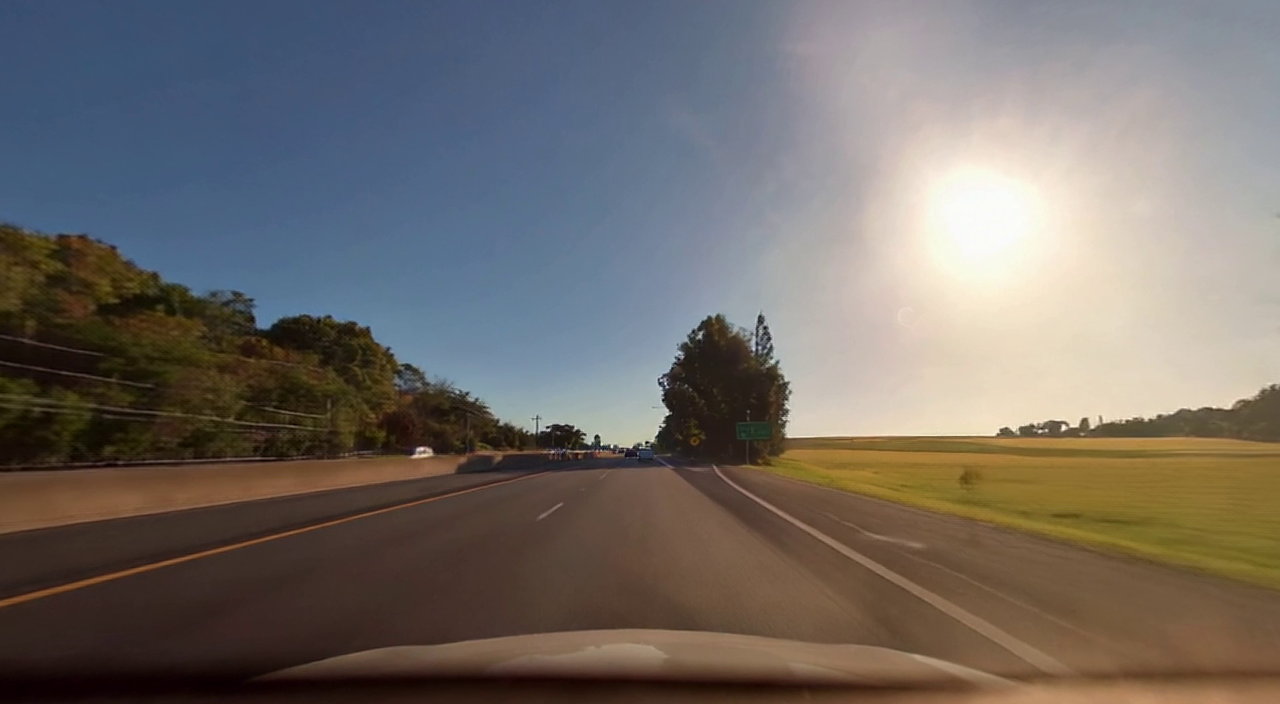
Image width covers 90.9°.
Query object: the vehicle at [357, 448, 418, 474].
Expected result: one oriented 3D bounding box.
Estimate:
[{"bbox_3d":[-16.207,6.991,40.678,1.966,1.592,4.513,-1,-9,2],"label":"vehicle"}]
